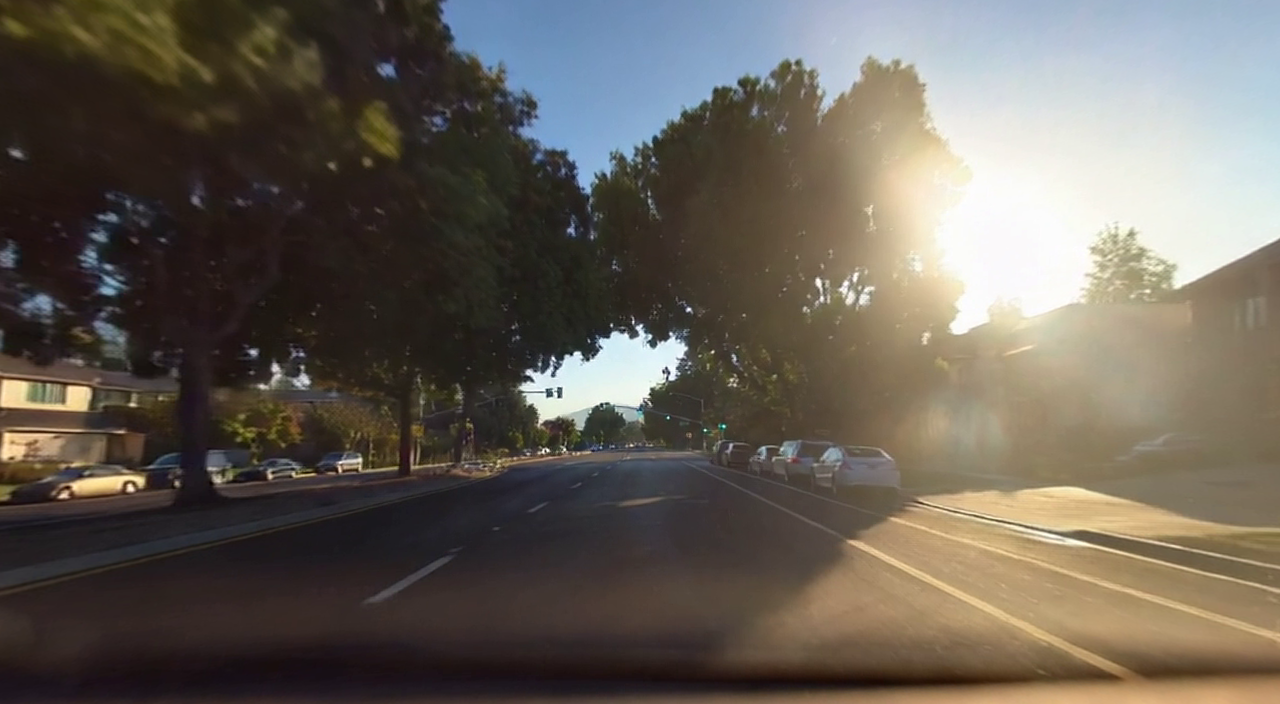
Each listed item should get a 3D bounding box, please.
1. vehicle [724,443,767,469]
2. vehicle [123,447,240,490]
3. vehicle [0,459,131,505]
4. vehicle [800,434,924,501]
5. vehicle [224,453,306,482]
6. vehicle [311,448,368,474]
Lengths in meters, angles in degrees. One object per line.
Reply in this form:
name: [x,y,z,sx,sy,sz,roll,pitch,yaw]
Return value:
vehicle: [6.362,6.332,38.336,1.901,1.470,4.580,0,-8,0]
vehicle: [-21.742,5.511,30.072,2.001,1.839,4.669,0,-8,0]
vehicle: [-21.931,4.789,23.515,1.883,1.450,4.659,0,-8,-1]
vehicle: [6.213,3.274,18.237,1.918,1.662,4.393,0,-8,-1]
vehicle: [-21.599,6.640,36.405,1.842,1.496,4.614,0,-8,0]
vehicle: [-21.610,7.831,45.309,1.933,1.733,4.518,0,-8,-1]
